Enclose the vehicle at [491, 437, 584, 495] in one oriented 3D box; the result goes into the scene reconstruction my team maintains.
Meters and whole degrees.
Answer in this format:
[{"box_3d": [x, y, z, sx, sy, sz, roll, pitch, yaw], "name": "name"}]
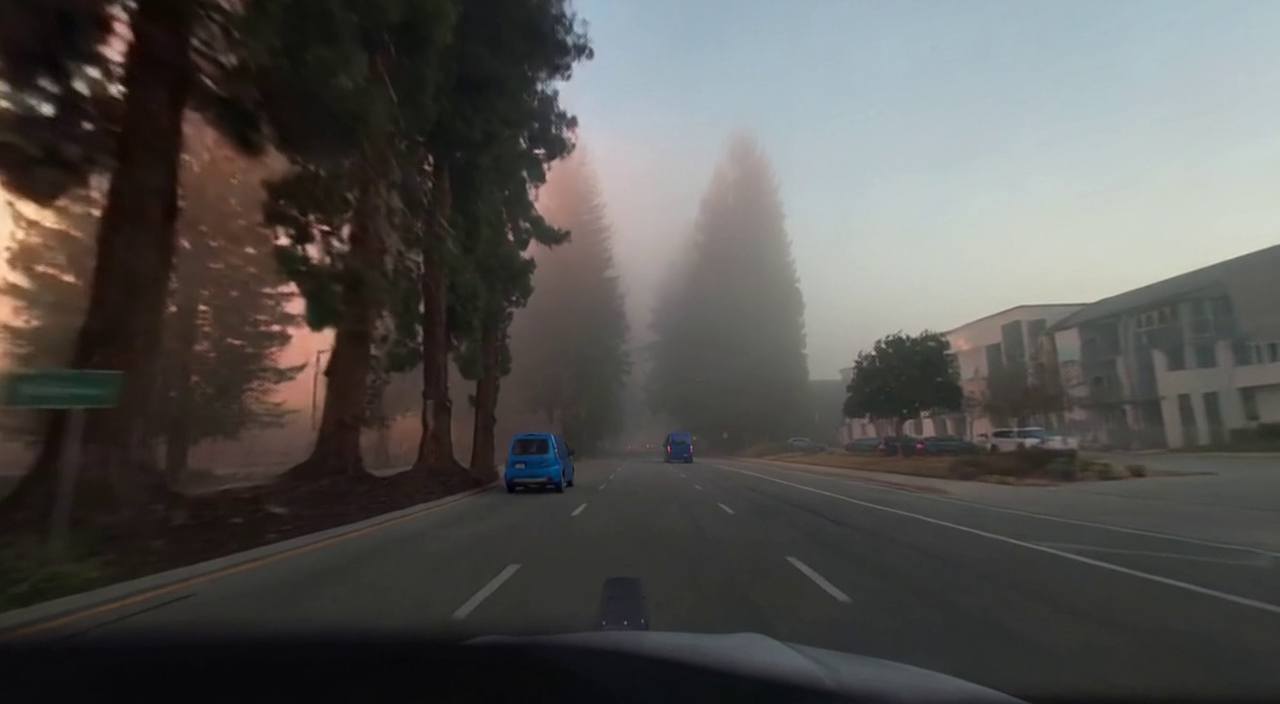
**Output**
[{"box_3d": [-3.085, 3.560, 20.083, 2.129, 1.602, 4.532, 0, -8, 1], "name": "vehicle"}]
